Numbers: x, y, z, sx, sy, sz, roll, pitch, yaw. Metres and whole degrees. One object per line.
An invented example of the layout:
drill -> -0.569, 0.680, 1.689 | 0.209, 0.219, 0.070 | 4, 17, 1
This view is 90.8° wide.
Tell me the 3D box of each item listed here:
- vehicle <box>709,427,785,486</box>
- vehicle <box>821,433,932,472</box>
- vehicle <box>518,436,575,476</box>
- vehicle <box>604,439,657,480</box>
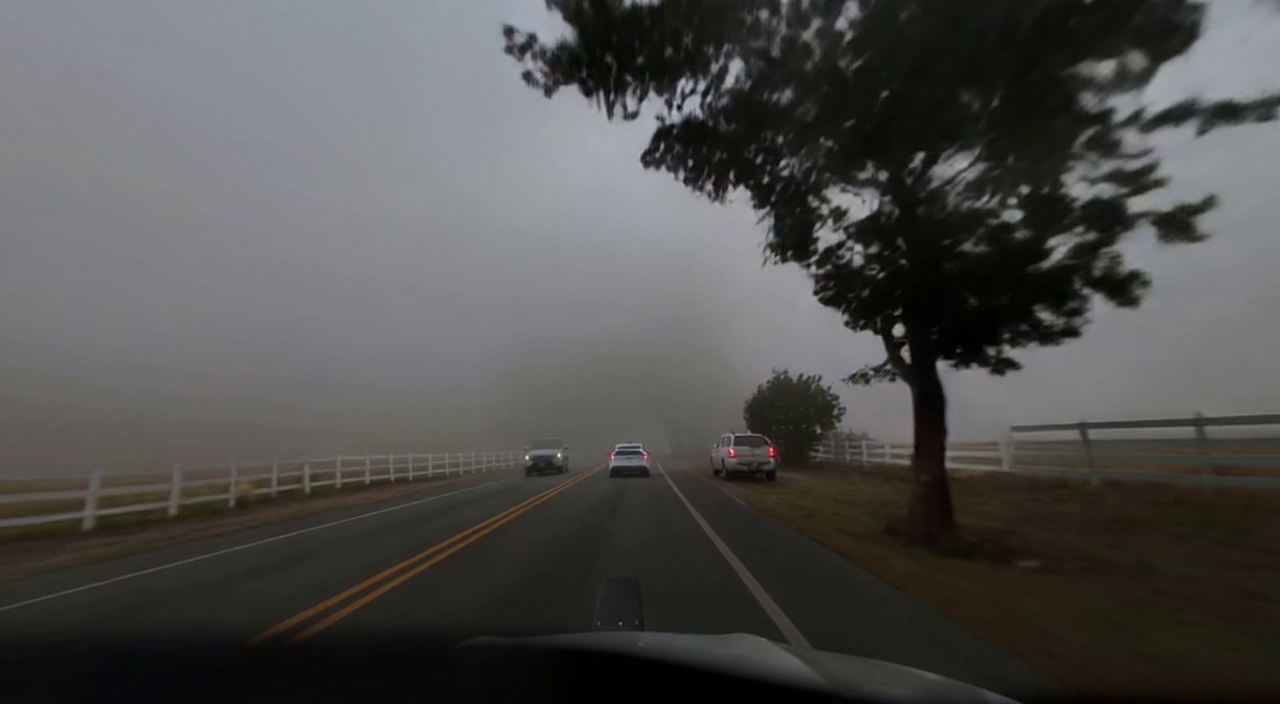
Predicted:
vehicle -> 3.886, 3.914, 23.922 | 2.348, 1.969, 5.269 | -1, -9, 5
vehicle -> 9.999, 4.287, 27.100 | 1.975, 1.545, 4.333 | 3, -9, -22
vehicle -> -4.945, 5.603, 34.119 | 2.221, 1.965, 5.135 | 0, -9, 1
vehicle -> -0.391, 4.683, 27.799 | 2.158, 1.669, 4.006 | 0, -9, 0
